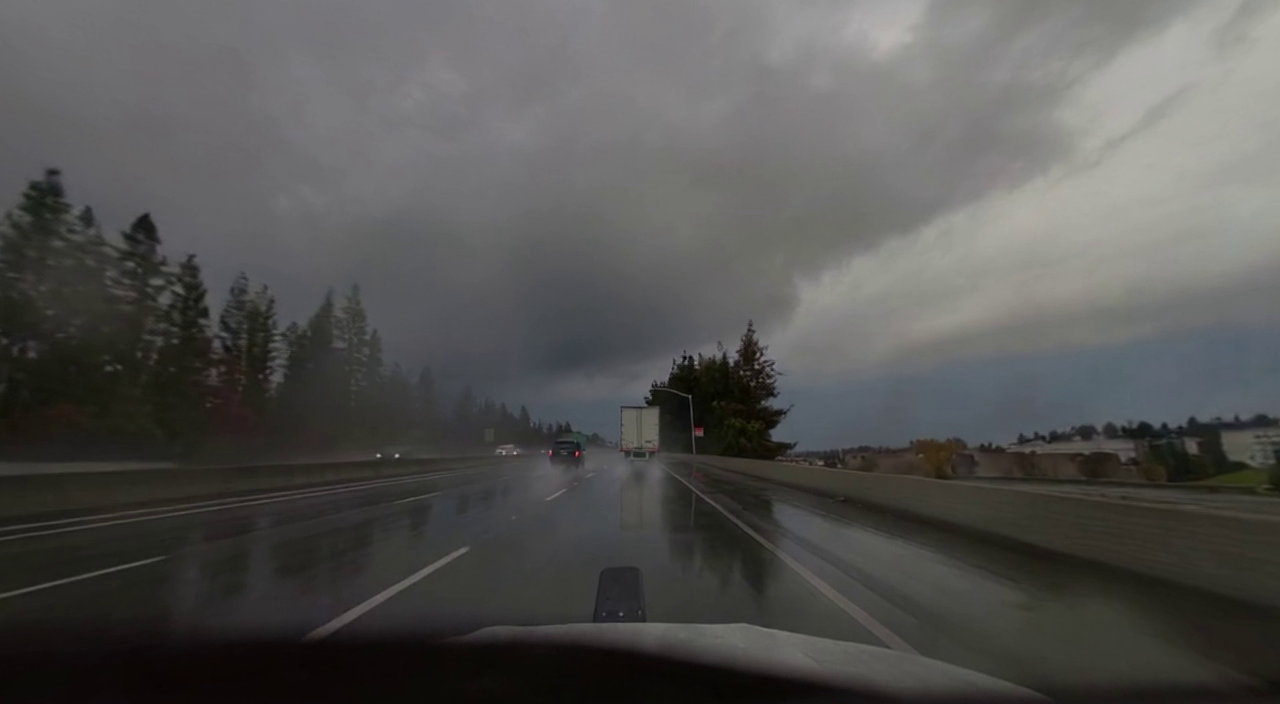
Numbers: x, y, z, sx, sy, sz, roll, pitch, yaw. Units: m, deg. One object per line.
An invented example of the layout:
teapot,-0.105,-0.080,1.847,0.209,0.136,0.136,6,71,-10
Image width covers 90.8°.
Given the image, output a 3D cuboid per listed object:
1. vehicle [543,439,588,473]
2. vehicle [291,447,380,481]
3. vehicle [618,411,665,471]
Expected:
vehicle,-4.396,6.244,38.026,2.139,1.925,4.312,0,-9,0
vehicle,-14.495,5.332,30.359,1.897,1.441,4.634,0,-9,1
vehicle,-0.091,6.489,45.739,2.839,3.734,11.781,0,-9,-3
